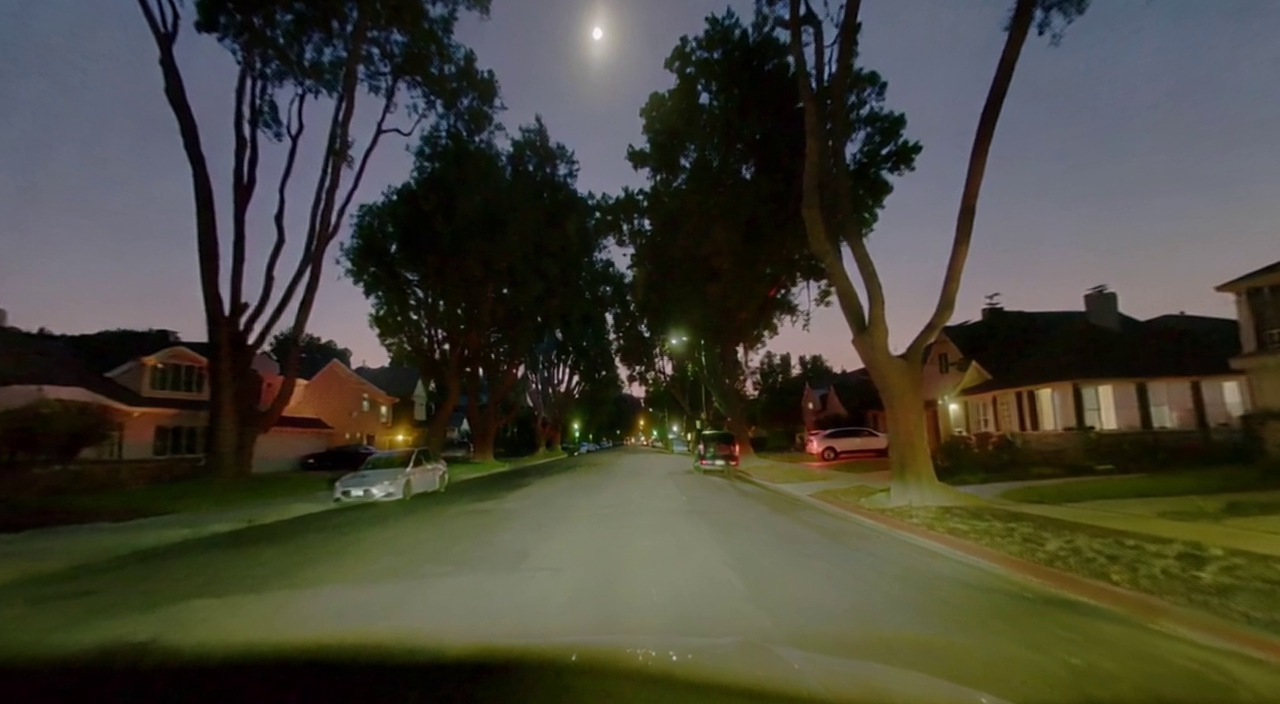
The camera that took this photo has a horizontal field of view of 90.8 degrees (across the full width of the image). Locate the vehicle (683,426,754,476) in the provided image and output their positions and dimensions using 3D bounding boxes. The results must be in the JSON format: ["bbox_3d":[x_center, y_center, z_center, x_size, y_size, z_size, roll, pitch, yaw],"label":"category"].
[{"bbox_3d":[3.187,4.177,26.823,2.241,1.875,5.059,0,-8,-1],"label":"vehicle"}]

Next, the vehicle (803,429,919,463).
[{"bbox_3d":[10.467,4.548,30.336,5.041,1.486,1.969,-3,-9,14],"label":"vehicle"}]

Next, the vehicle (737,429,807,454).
[{"bbox_3d":[10.118,6.923,48.731,4.922,1.838,2.068,0,-8,1],"label":"vehicle"}]

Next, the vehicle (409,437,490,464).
[{"bbox_3d":[-13.080,6.792,43.593,4.928,1.797,1.981,0,-8,1],"label":"vehicle"}]

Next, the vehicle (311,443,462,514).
[{"bbox_3d":[-6.371,3.177,16.512,2.099,1.399,4.357,-4,-8,1],"label":"vehicle"}]
